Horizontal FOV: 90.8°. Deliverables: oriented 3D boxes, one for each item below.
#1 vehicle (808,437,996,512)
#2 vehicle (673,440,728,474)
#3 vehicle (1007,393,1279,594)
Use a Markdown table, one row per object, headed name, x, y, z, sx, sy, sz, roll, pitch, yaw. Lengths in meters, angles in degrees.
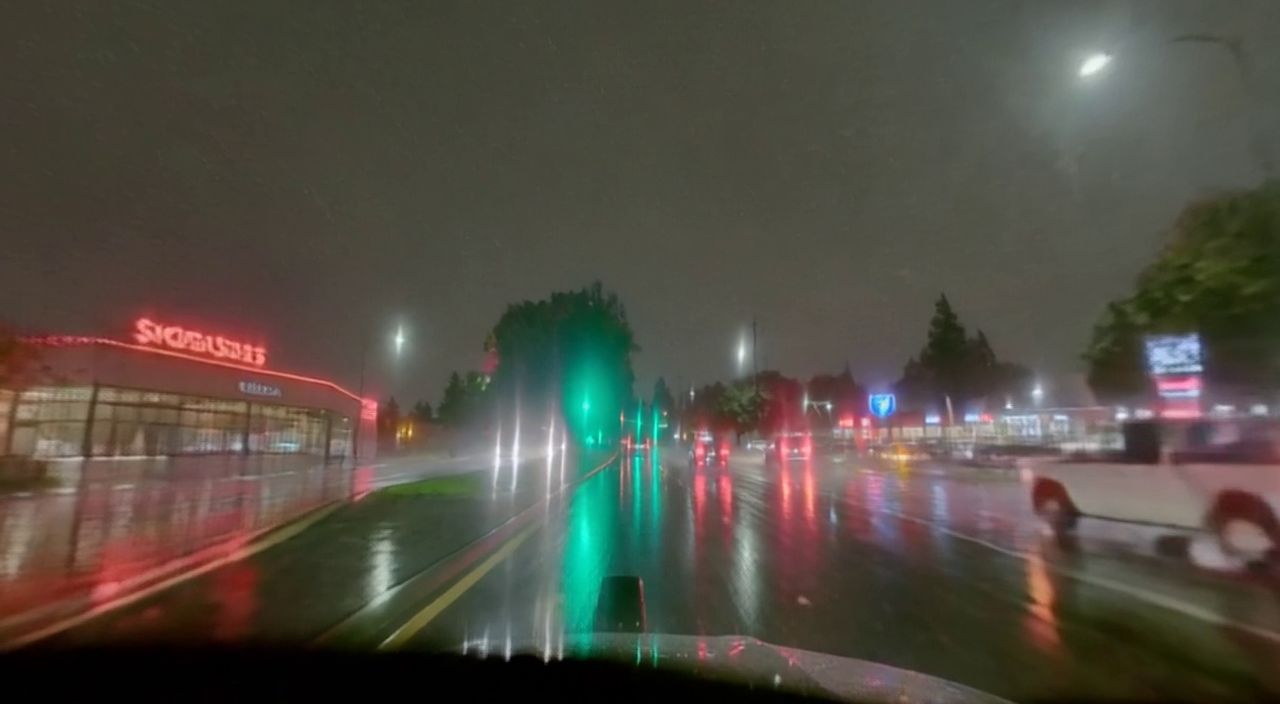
| name | x | y | z | sx | sy | sz | roll | pitch | yaw |
| --- | --- | --- | --- | --- | --- | --- | --- | --- | --- |
| vehicle | 5.966 | 2.827 | 15.216 | 2.072 | 1.491 | 4.753 | 1 | -8 | -7 |
| vehicle | 2.776 | 4.922 | 29.888 | 2.099 | 1.463 | 4.365 | 0 | -8 | -1 |
| vehicle | 6.919 | 1.499 | 7.161 | 2.268 | 1.822 | 5.038 | 1 | -8 | -3 |
